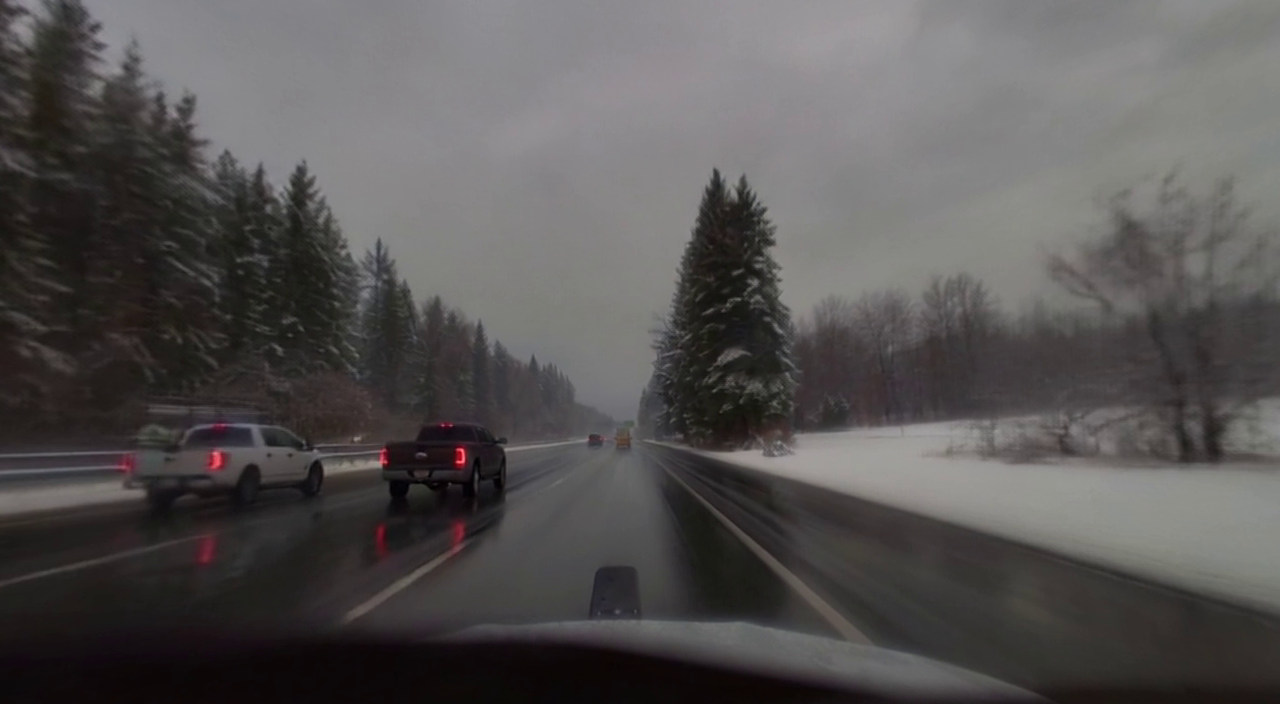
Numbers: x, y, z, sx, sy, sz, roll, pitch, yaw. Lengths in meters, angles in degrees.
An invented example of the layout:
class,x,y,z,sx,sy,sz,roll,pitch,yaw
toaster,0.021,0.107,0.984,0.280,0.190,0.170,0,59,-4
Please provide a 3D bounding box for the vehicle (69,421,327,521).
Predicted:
class,x,y,z,sx,sy,sz,roll,pitch,yaw
vehicle,-7.946,2.137,11.915,2.000,1.552,3.946,0,-8,0

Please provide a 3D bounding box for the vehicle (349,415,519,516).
class,x,y,z,sx,sy,sz,roll,pitch,yaw
vehicle,-3.814,2.153,12.543,2.034,1.675,4.080,0,-8,-1
